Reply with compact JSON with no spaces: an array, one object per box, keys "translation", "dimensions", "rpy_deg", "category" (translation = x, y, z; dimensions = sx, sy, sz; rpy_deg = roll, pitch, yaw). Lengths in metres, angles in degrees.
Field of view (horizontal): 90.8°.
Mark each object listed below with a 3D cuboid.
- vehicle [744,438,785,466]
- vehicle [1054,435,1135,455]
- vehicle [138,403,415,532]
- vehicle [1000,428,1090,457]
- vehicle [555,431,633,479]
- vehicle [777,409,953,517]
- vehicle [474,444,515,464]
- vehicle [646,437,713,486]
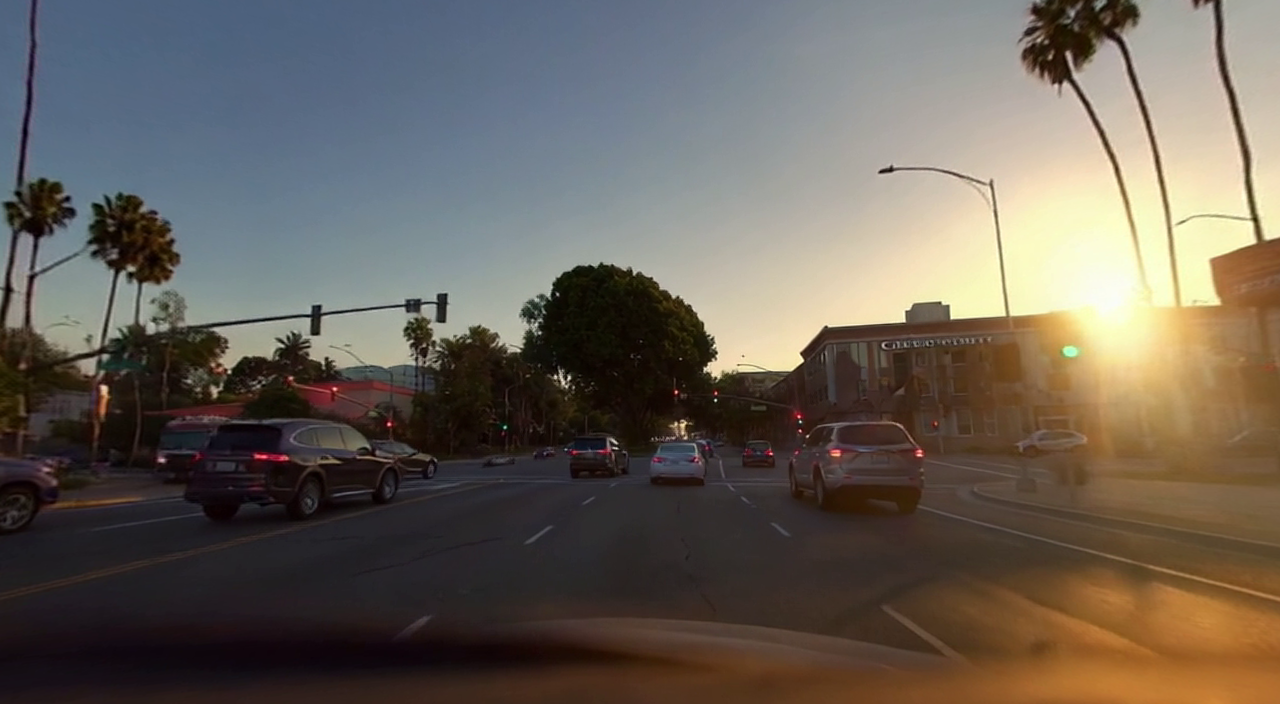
[{"translation":[7.253,5.836,37.196],"dimensions":[2.149,1.532,4.168],"rpy_deg":[-1,-8,9],"category":"vehicle"},{"translation":[34.483,7.067,48.029],"dimensions":[4.517,1.491,1.858],"rpy_deg":[-2,-8,10],"category":"vehicle"},{"translation":[-6.251,2.048,11.762],"dimensions":[2.127,1.888,4.637],"rpy_deg":[-1,-8,4],"category":"vehicle"},{"translation":[27.318,6.160,42.723],"dimensions":[4.557,1.848,2.008],"rpy_deg":[-2,-9,11],"category":"vehicle"},{"translation":[-1.728,4.142,25.648],"dimensions":[2.088,1.746,4.650],"rpy_deg":[-1,-8,10],"category":"vehicle"},{"translation":[4.628,2.387,14.078],"dimensions":[2.267,1.931,5.145],"rpy_deg":[-1,-8,3],"category":"vehicle"},{"translation":[-10.800,7.492,46.624],"dimensions":[1.918,1.443,4.612],"rpy_deg":[4,-9,-26],"category":"vehicle"},{"translation":[1.443,3.687,21.612],"dimensions":[2.057,1.492,3.825],"rpy_deg":[-1,-8,7],"category":"vehicle"}]
